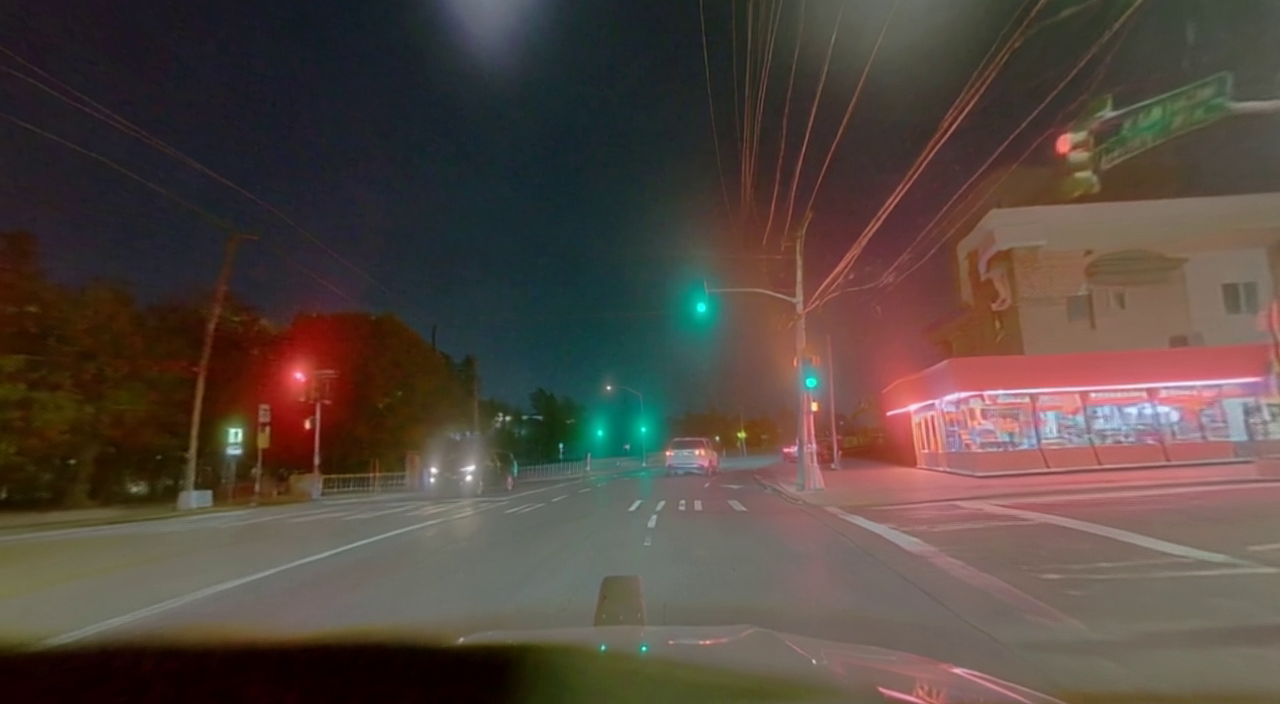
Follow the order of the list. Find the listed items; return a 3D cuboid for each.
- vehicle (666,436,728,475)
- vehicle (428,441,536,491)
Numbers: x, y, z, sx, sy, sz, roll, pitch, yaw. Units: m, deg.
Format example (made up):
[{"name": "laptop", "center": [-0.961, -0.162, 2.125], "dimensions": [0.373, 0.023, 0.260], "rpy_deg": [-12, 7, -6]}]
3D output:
[{"name": "vehicle", "center": [2.826, 4.974, 30.336], "dimensions": [2.101, 1.721, 4.364], "rpy_deg": [-3, -10, 16]}, {"name": "vehicle", "center": [-5.920, 4.344, 24.326], "dimensions": [2.017, 1.684, 4.483], "rpy_deg": [-3, -10, 16]}]
